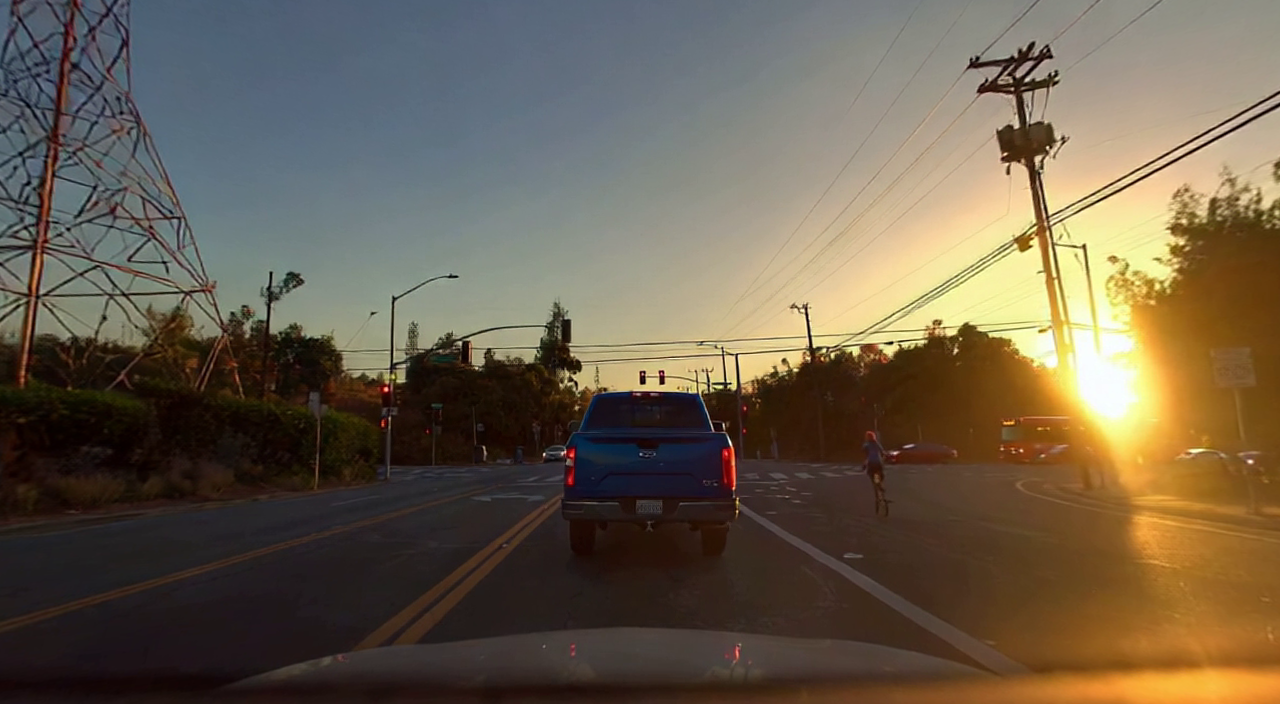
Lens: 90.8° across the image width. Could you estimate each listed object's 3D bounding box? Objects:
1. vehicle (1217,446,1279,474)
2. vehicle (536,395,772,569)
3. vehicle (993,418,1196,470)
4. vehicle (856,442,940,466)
[{"bbox_3d":[41.372,7.018,41.260,5.426,1.728,1.999,0,-8,-2],"label":"vehicle"},{"bbox_3d":[0.117,1.900,10.101,2.707,1.964,5.485,0,-8,-1],"label":"vehicle"},{"bbox_3d":[29.388,5.979,41.253,10.726,3.128,3.003,-1,-8,1],"label":"vehicle"},{"bbox_3d":[16.753,6.634,41.207,4.578,1.490,1.935,-1,-8,3],"label":"vehicle"}]
